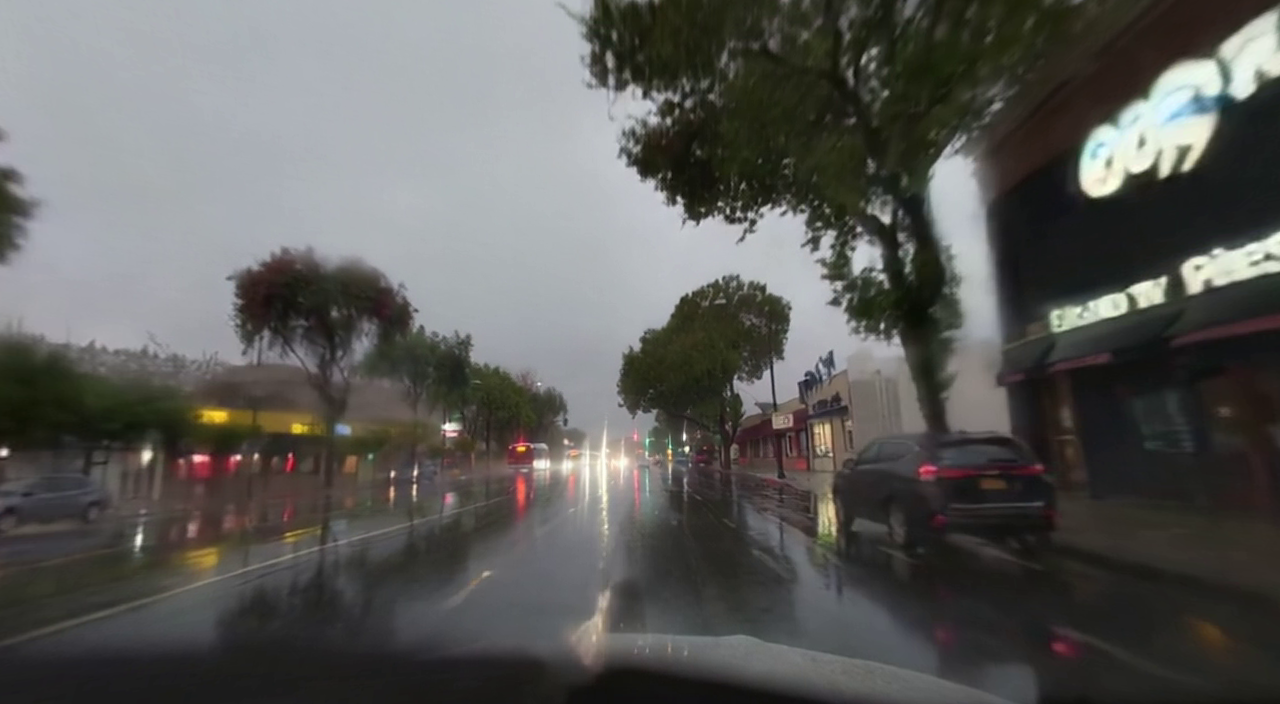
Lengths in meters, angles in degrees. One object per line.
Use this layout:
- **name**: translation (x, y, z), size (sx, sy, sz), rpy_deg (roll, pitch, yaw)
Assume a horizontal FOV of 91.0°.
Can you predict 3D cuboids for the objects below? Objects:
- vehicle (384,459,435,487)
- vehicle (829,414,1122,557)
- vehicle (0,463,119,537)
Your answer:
- **vehicle**: translation (-16.838, 8.842, 46.285), size (1.896, 1.844, 4.620), rpy_deg (0, -9, 1)
- **vehicle**: translation (5.159, 2.130, 10.868), size (2.241, 1.832, 5.234), rpy_deg (0, -9, 1)
- **vehicle**: translation (-17.455, 4.040, 17.359), size (1.920, 1.796, 4.710), rpy_deg (0, -9, 3)
